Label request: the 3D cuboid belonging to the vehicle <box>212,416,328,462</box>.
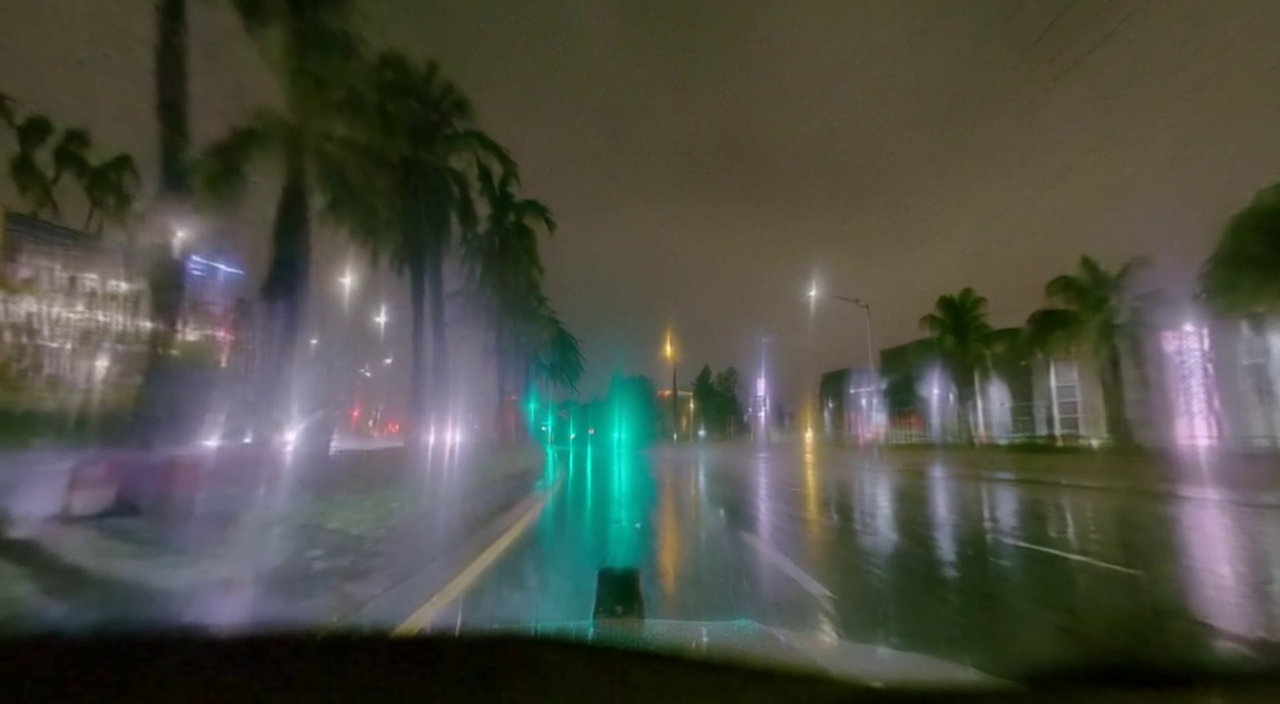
[{"bbox_3d":[-14.455,3.462,25.043,2.012,1.633,4.505,0,-8,-3],"label":"vehicle"}]
